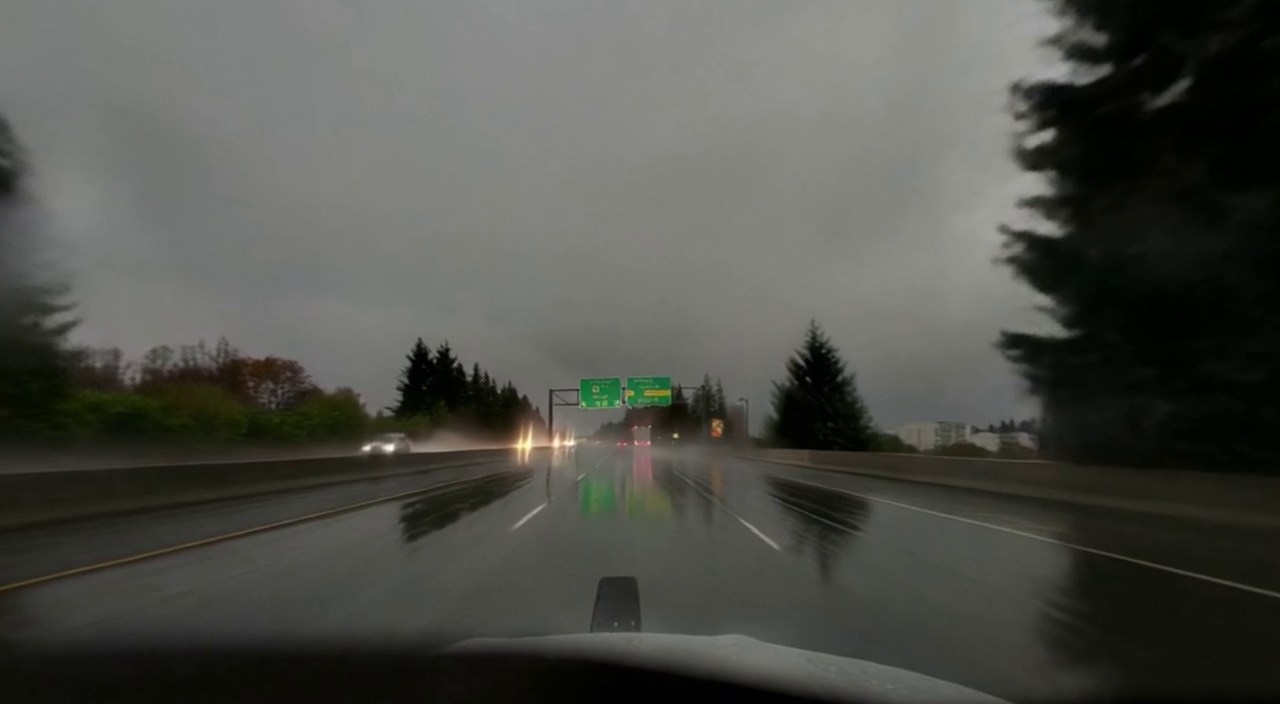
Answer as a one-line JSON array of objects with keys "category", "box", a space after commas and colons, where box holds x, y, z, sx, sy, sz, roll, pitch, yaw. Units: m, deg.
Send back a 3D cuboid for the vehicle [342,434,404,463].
[{"category": "vehicle", "box": [-17.692, 6.400, 41.937, 2.037, 1.828, 4.941, 0, -8, -1]}]
